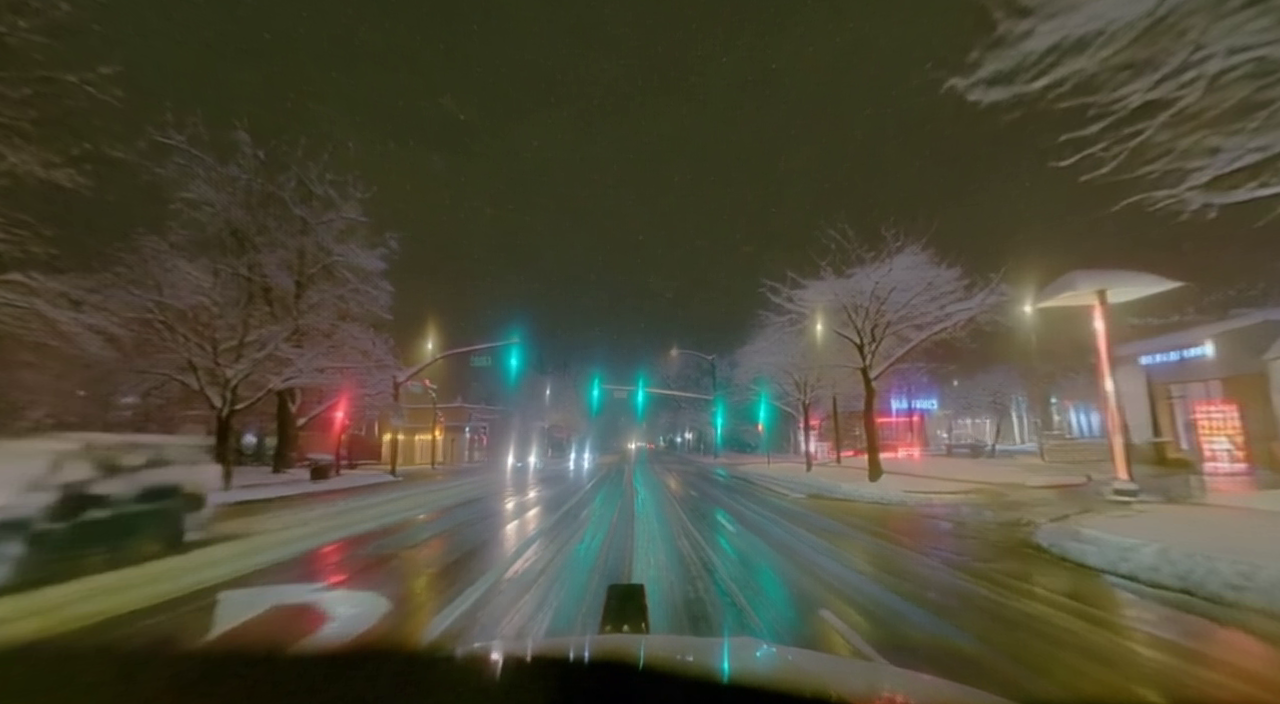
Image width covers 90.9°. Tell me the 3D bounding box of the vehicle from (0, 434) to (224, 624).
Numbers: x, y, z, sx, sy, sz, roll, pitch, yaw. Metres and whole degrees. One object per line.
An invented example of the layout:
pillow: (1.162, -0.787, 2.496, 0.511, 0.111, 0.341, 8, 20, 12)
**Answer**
vehicle: (-6.138, 1.469, 5.403, 2.097, 1.495, 4.489, 0, -9, -1)

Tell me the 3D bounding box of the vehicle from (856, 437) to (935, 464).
vehicle: (16.699, 6.469, 41.381, 4.299, 1.679, 2.011, 0, -9, 0)

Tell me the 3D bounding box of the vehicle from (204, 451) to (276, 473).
vehicle: (-28.014, 7.696, 44.267, 3.760, 1.480, 1.795, 1, -9, -7)

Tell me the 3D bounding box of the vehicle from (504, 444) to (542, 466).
vehicle: (-8.522, 7.529, 46.275, 1.978, 1.561, 3.907, 0, -9, 1)
